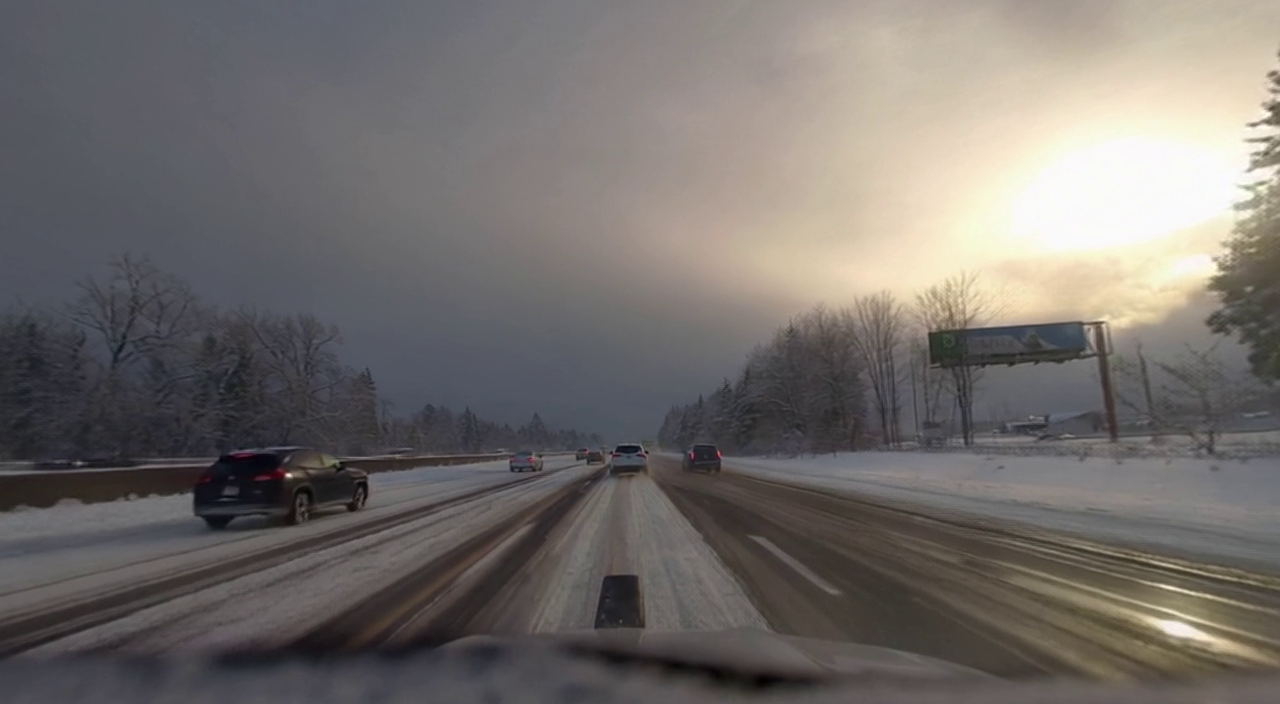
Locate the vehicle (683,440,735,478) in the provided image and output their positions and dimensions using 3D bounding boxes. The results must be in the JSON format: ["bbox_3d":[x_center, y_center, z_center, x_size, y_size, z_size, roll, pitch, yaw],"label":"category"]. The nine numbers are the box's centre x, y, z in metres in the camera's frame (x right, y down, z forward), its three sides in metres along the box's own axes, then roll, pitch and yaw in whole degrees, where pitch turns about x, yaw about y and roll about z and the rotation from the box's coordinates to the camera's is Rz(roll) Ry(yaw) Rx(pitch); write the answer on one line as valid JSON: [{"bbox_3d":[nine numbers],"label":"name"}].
[{"bbox_3d":[3.304,5.217,30.987,1.925,1.716,4.378,0,-8,-2],"label":"vehicle"}]

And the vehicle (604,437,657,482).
[{"bbox_3d":[-0.408,4.684,27.762,2.127,1.749,4.776,0,-8,0],"label":"vehicle"}]

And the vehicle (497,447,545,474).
[{"bbox_3d":[-6.997,6.379,37.388,1.892,1.468,4.792,0,-8,0],"label":"vehicle"}]

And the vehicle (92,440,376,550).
[{"bbox_3d":[-6.668,2.352,11.198,1.918,1.509,4.736,0,-8,0],"label":"vehicle"}]

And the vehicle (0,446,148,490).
[{"bbox_3d":[-22.467,4.580,25.233,1.872,1.576,4.421,0,-8,0],"label":"vehicle"}]
